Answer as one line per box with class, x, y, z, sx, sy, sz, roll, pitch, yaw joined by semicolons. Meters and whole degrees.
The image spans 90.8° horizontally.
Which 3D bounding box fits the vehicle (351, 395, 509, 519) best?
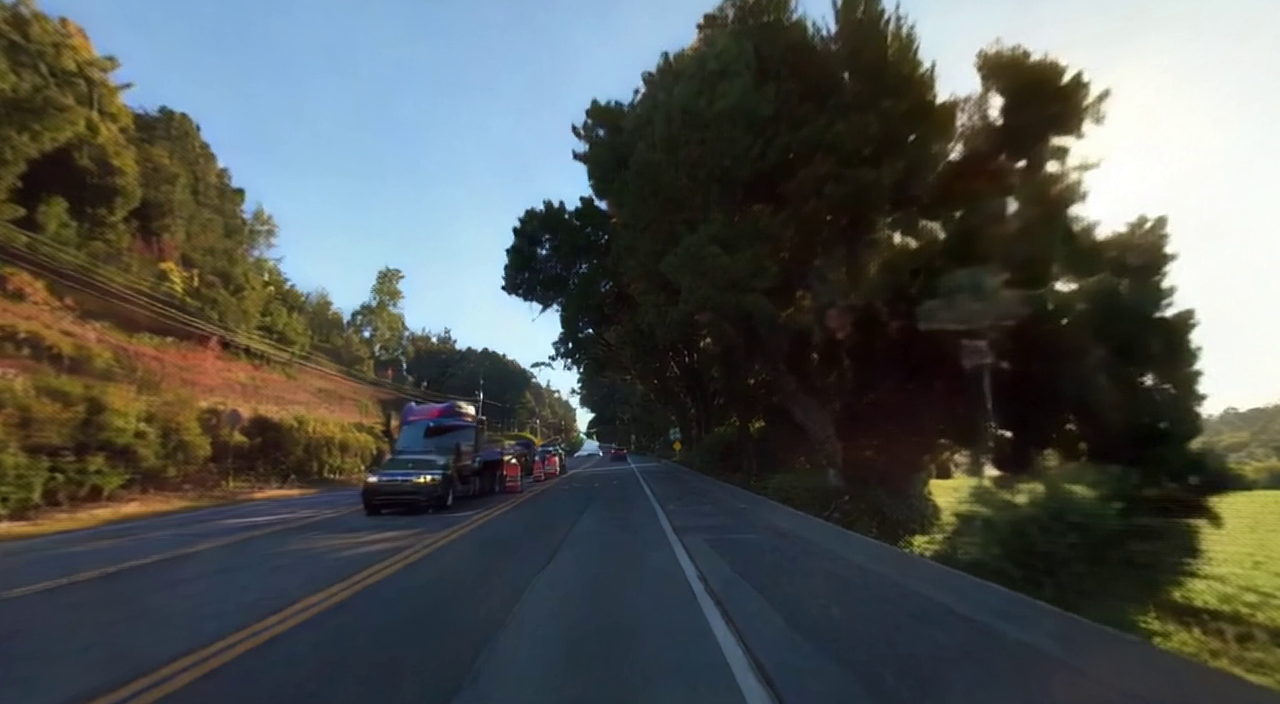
vehicle;-4.680;2.413;14.899;2.380;2.488;4.028;0;-8;-1
